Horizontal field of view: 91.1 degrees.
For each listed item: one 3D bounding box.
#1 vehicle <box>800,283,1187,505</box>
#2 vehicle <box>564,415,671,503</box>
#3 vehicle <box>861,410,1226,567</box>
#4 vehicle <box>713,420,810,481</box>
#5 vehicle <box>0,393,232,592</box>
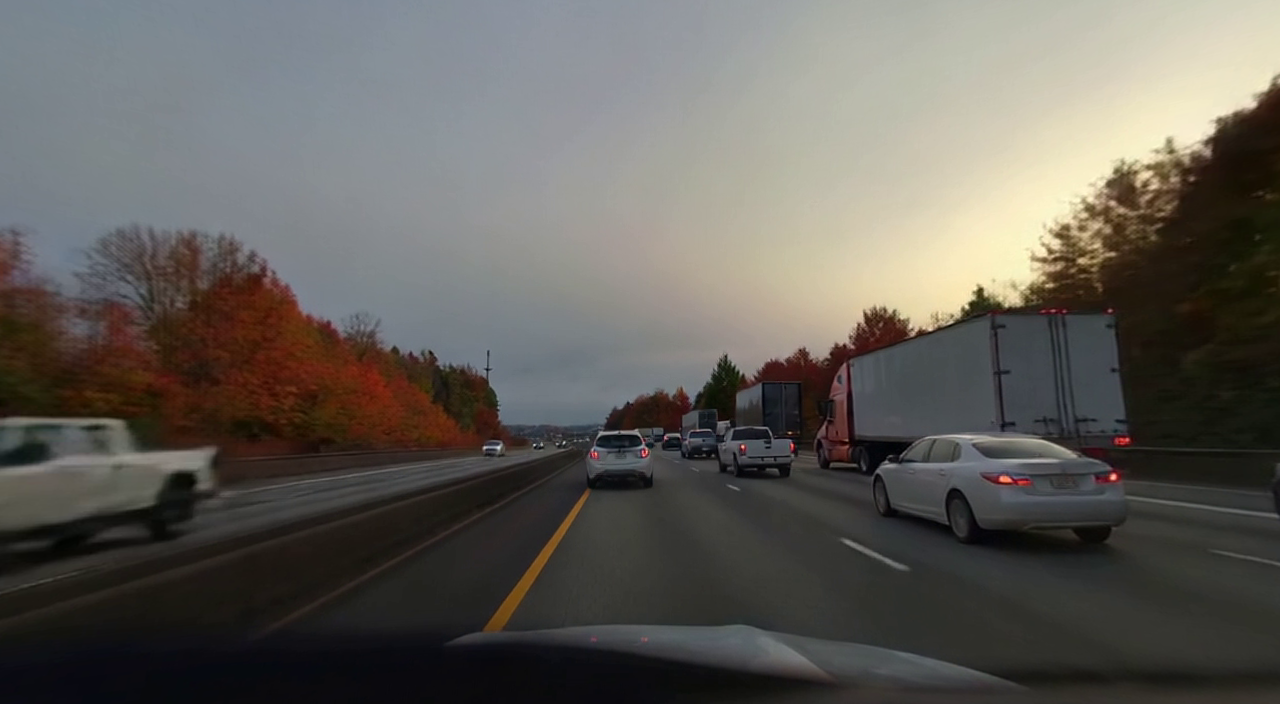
[{"bbox_3d":[8.272,1.681,18.641,2.908,4.099,14.103,0,-8,-2],"label":"vehicle"},{"bbox_3d":[-0.465,2.400,14.563,2.087,1.709,4.455,0,-8,-1],"label":"vehicle"},{"bbox_3d":[4.689,1.611,8.251,2.040,1.523,4.068,0,-8,-1],"label":"vehicle"},{"bbox_3d":[3.665,3.063,19.779,2.147,1.707,3.963,0,-8,-2],"label":"vehicle"},{"bbox_3d":[-7.752,1.608,7.642,2.203,2.043,5.050,0,-8,-1],"label":"vehicle"}]
